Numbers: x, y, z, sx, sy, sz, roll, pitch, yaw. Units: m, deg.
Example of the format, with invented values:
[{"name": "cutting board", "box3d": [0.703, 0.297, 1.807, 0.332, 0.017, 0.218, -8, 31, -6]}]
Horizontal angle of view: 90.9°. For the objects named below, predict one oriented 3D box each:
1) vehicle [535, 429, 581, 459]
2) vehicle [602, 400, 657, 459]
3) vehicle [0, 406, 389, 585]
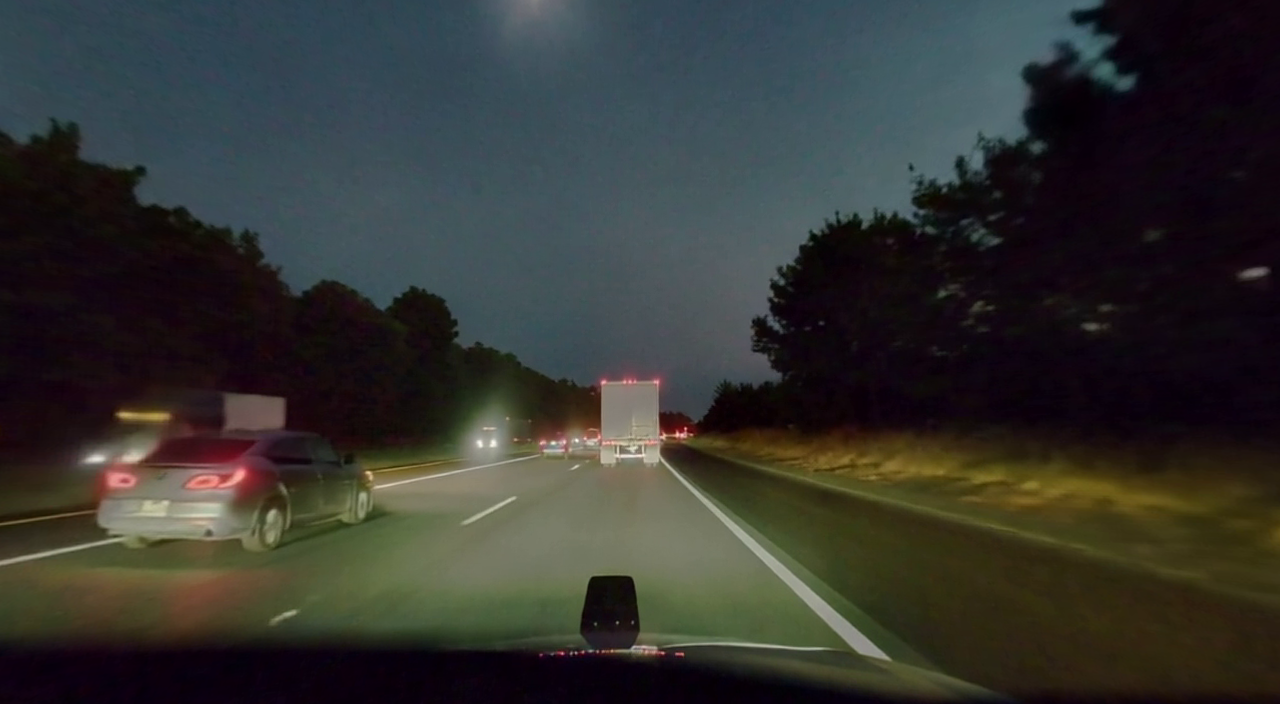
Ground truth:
[{"name": "vehicle", "box3d": [-4.992, 5.658, 38.934, 2.138, 1.697, 4.587, 0, -8, 1]}, {"name": "vehicle", "box3d": [-0.442, 3.329, 27.178, 2.319, 2.461, 1.270, 0, -8, 0]}, {"name": "vehicle", "box3d": [-4.711, 1.490, 7.390, 1.909, 1.520, 3.897, 0, -8, 0]}]
